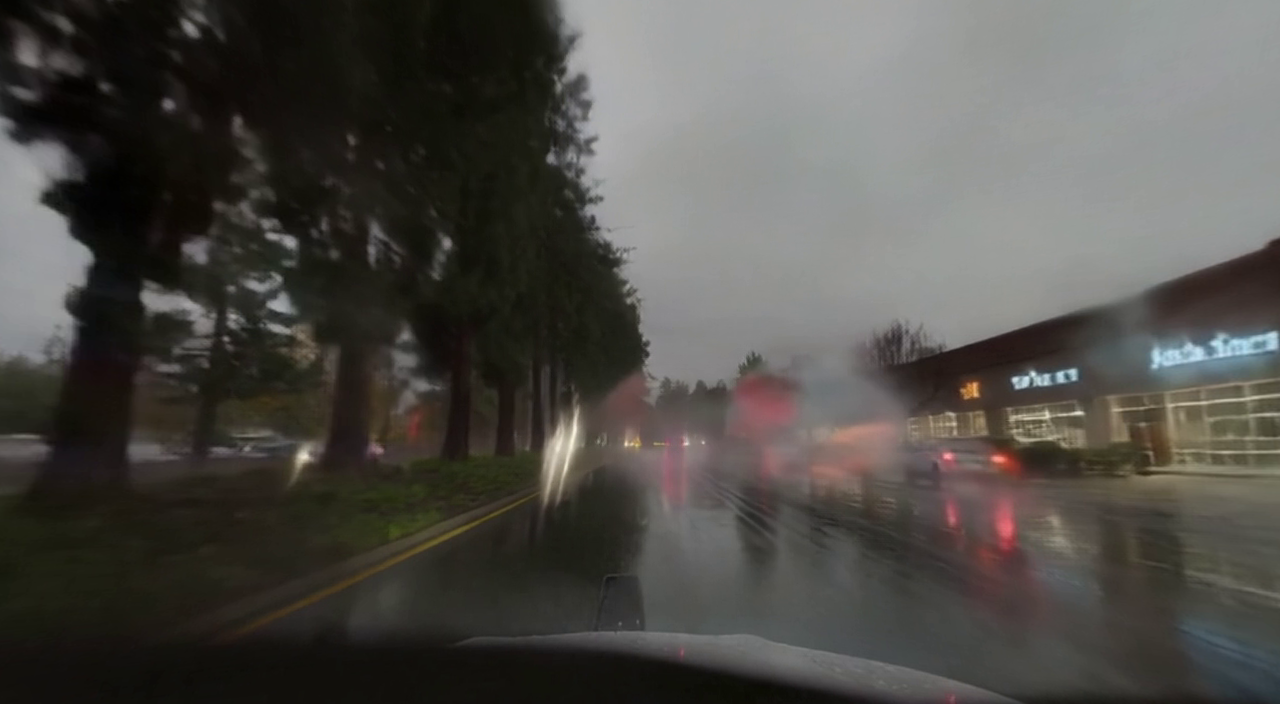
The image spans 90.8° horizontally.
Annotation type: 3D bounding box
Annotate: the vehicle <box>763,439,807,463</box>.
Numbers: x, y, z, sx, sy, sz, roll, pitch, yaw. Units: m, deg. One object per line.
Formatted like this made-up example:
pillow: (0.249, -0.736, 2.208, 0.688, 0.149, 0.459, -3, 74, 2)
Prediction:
vehicle: (9.420, 6.460, 41.355, 2.022, 1.449, 4.706, -1, -9, 4)

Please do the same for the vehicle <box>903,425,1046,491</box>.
vehicle: (11.065, 3.551, 21.463, 2.264, 1.958, 5.135, -1, -9, 4)

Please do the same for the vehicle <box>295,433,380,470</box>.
vehicle: (-13.551, 4.520, 28.585, 1.802, 1.535, 4.031, -1, -9, 1)
